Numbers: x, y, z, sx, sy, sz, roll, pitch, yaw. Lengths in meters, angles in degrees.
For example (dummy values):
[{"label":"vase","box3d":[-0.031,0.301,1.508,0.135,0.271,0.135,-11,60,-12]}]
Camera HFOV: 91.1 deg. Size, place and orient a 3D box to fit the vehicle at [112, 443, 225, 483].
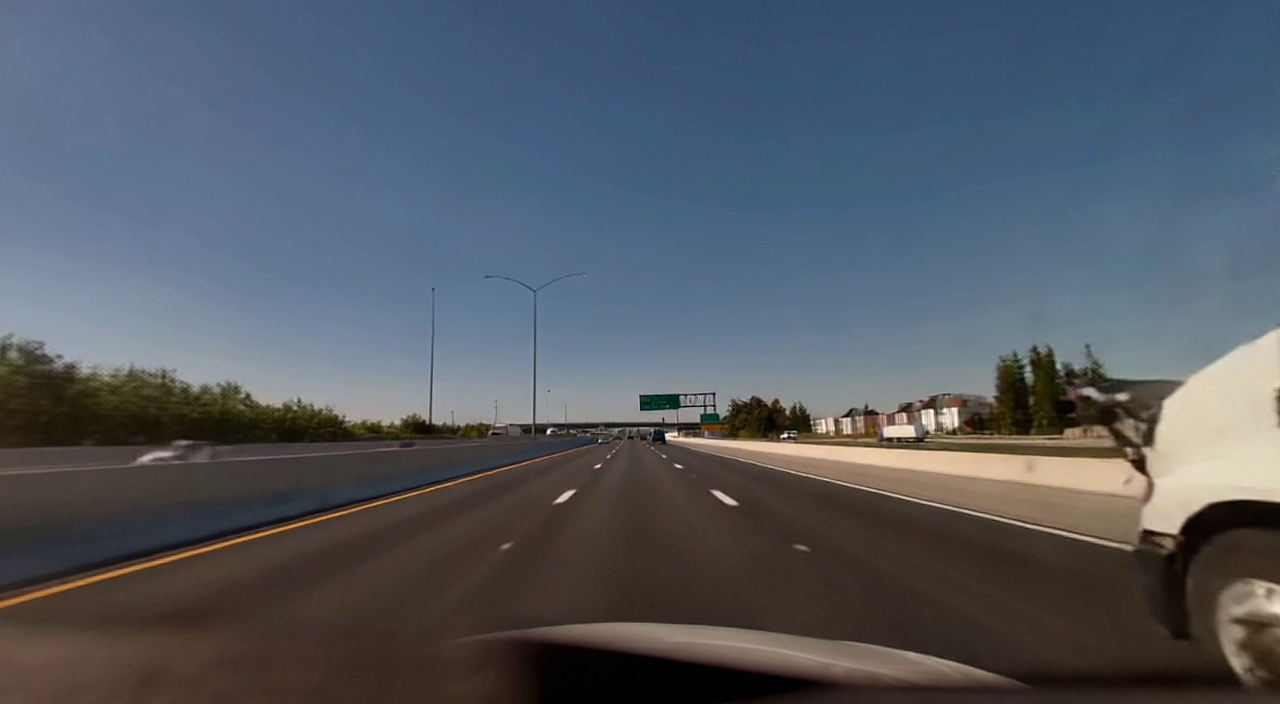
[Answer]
[{"label":"vehicle","box3d":[-21.953,5.136,29.530,1.935,1.659,4.318,0,-8,0]}]
